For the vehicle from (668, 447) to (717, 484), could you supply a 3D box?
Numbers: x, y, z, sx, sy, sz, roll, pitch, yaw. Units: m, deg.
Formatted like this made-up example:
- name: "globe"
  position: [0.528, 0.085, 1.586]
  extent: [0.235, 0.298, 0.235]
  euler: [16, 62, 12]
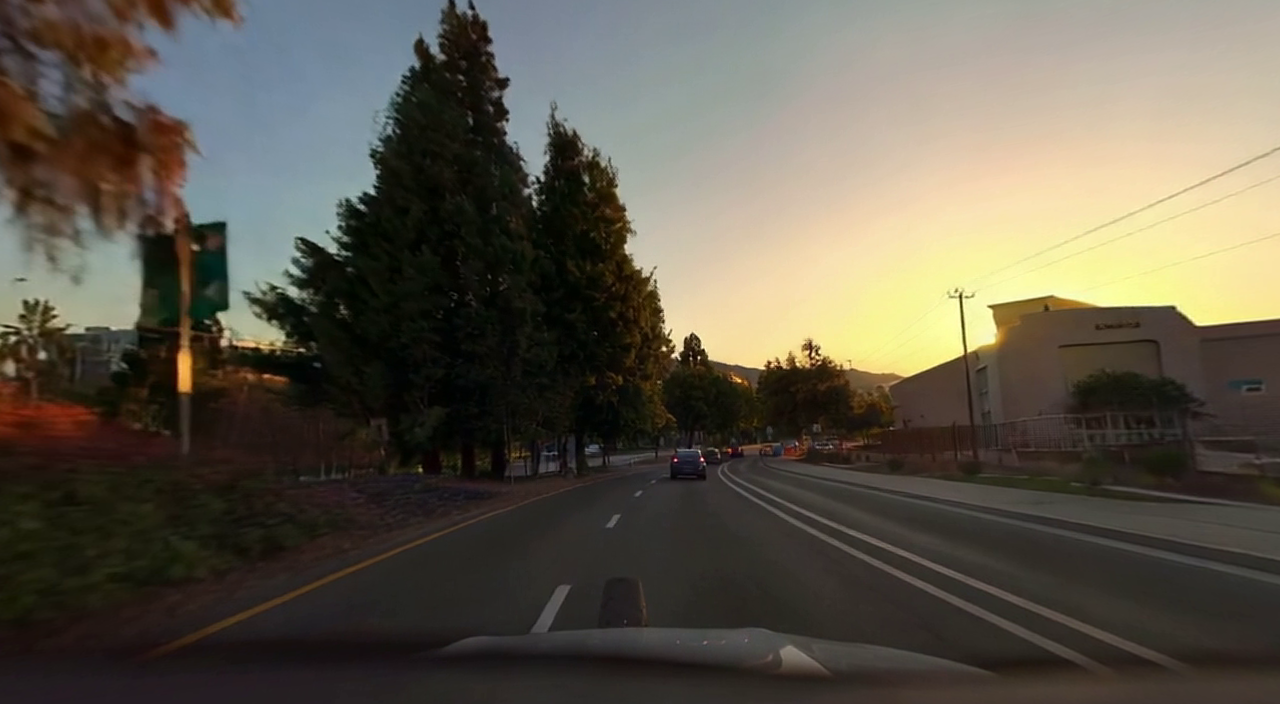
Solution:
- name: "vehicle"
  position: [2.302, 4.974, 28.023]
  extent: [1.956, 1.473, 4.640]
  euler: [-1, -8, 4]
